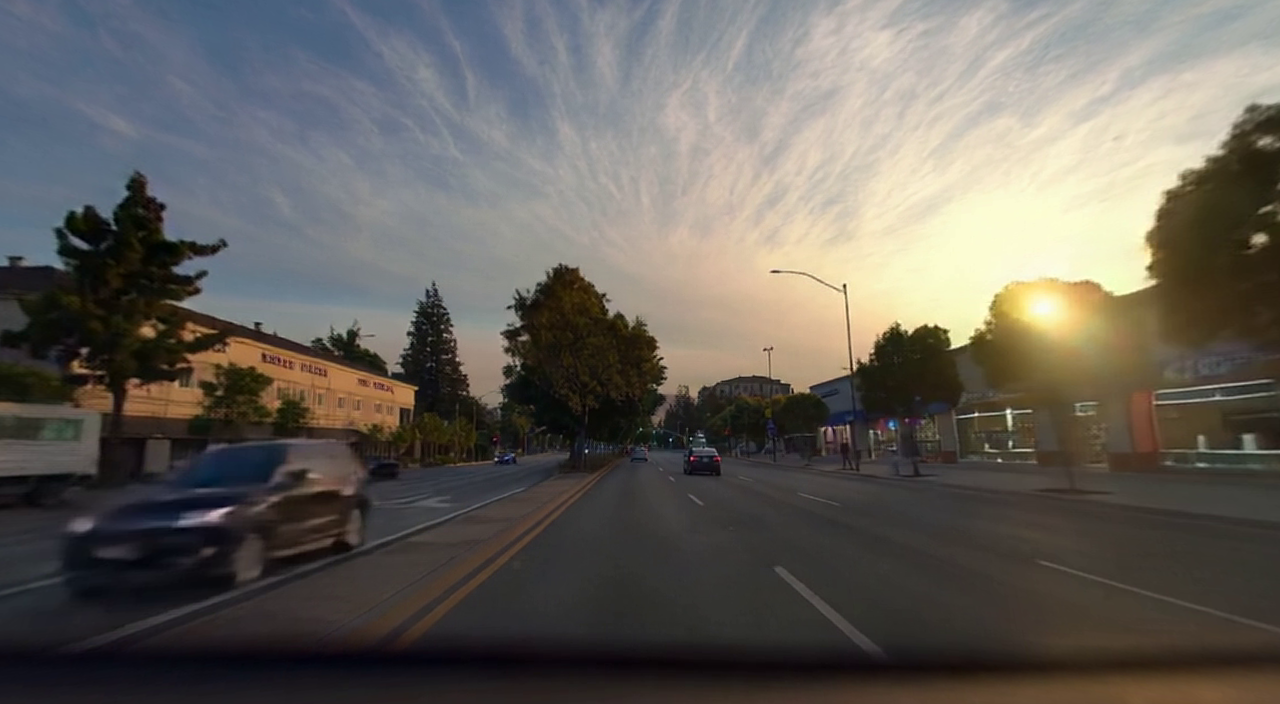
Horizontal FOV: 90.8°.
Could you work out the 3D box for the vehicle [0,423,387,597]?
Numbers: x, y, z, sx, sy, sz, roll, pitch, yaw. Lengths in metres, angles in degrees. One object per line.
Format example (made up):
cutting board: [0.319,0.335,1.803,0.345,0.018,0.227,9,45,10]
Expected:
vehicle: [-5.201,1.831,8.204,2.100,1.639,4.268,0,-9,-1]

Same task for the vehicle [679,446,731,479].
vehicle: [3.115,5.391,31.084,1.983,1.482,4.463,0,-9,-2]
